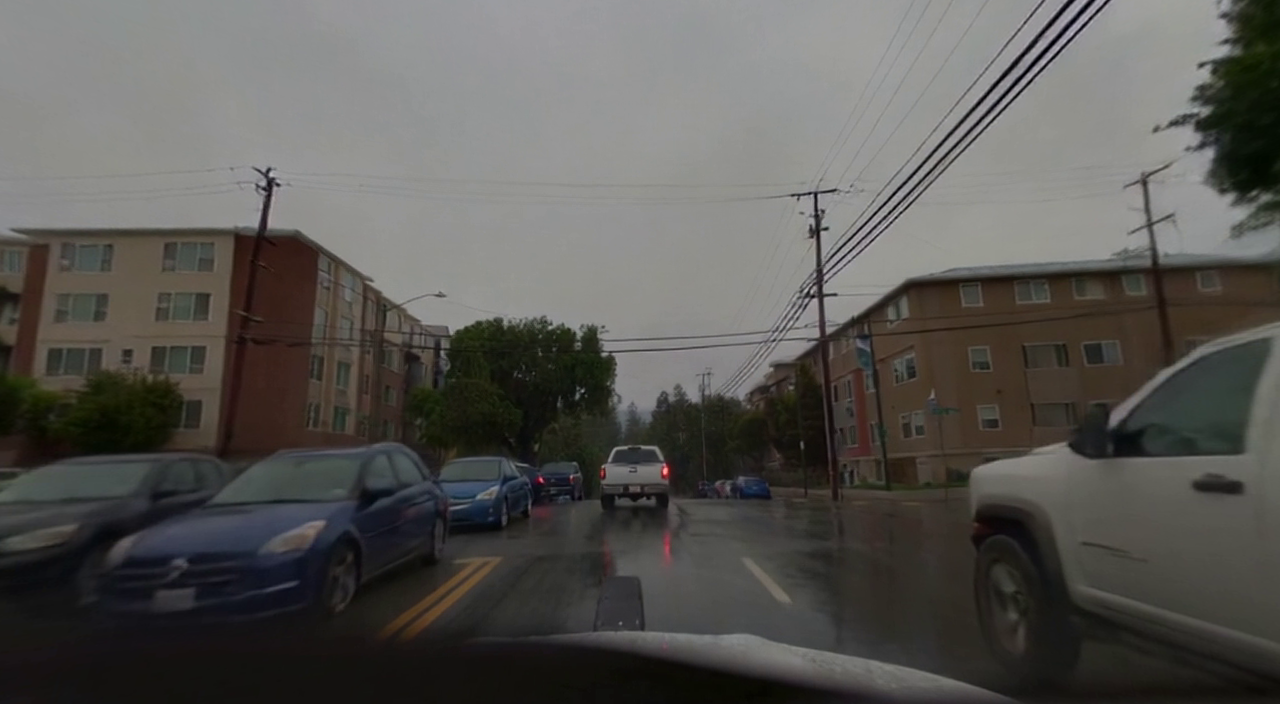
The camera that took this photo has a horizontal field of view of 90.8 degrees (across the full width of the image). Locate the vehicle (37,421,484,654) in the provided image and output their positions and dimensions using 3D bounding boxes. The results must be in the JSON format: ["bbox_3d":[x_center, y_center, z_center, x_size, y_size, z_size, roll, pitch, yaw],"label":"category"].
[{"bbox_3d":[-3.086,1.567,6.461,1.898,1.539,4.320,0,-9,0],"label":"vehicle"}]

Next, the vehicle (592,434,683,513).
[{"bbox_3d":[-0.039,3.463,18.432,2.308,1.940,4.125,-2,-9,1],"label":"vehicle"}]

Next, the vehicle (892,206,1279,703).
[{"bbox_3d":[2.613,0.586,1.500,2.027,1.907,4.736,0,-9,0],"label":"vehicle"}]

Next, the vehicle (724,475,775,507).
[{"bbox_3d":[5.996,7.666,35.131,2.023,1.611,4.614,0,-10,0],"label":"vehicle"}]
